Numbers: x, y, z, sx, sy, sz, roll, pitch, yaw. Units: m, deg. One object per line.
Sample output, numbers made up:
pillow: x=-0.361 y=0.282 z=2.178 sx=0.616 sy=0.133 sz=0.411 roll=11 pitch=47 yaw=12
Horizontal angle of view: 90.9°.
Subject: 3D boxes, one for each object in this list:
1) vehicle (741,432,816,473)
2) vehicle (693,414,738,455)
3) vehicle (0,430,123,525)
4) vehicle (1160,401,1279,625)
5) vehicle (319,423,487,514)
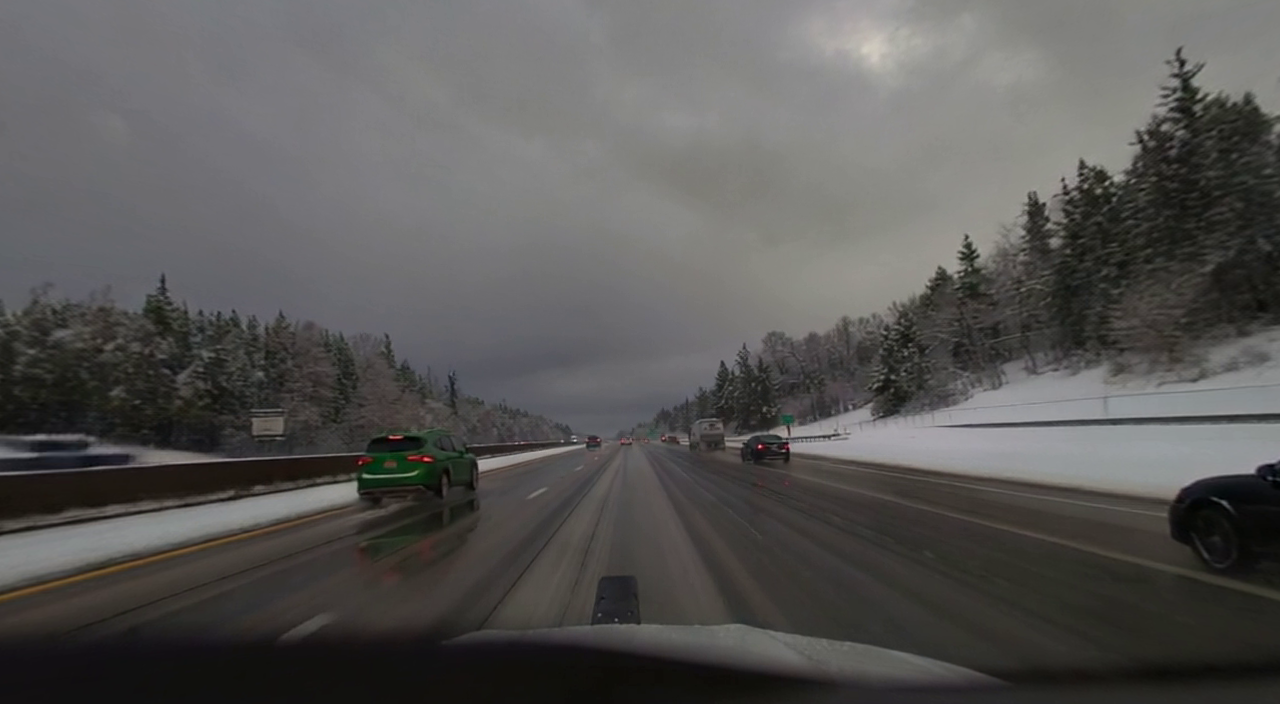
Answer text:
vehicle: x=5.253 y=3.859 z=24.483 sx=1.920 sy=1.436 sz=3.890 roll=0 pitch=-8 yaw=-2
vehicle: x=5.582 y=6.226 z=47.494 sx=2.588 sy=2.910 sz=5.511 roll=0 pitch=-8 yaw=-2
vehicle: x=-12.985 y=2.428 z=12.400 sx=2.036 sy=1.750 sz=4.214 roll=0 pitch=-8 yaw=-1
vehicle: x=5.305 y=0.915 z=2.995 sx=2.028 sy=1.488 sz=4.236 roll=0 pitch=-8 yaw=0
vehicle: x=-4.593 y=2.292 z=12.924 sx=1.966 sy=1.570 sz=3.859 roll=0 pitch=-8 yaw=0
